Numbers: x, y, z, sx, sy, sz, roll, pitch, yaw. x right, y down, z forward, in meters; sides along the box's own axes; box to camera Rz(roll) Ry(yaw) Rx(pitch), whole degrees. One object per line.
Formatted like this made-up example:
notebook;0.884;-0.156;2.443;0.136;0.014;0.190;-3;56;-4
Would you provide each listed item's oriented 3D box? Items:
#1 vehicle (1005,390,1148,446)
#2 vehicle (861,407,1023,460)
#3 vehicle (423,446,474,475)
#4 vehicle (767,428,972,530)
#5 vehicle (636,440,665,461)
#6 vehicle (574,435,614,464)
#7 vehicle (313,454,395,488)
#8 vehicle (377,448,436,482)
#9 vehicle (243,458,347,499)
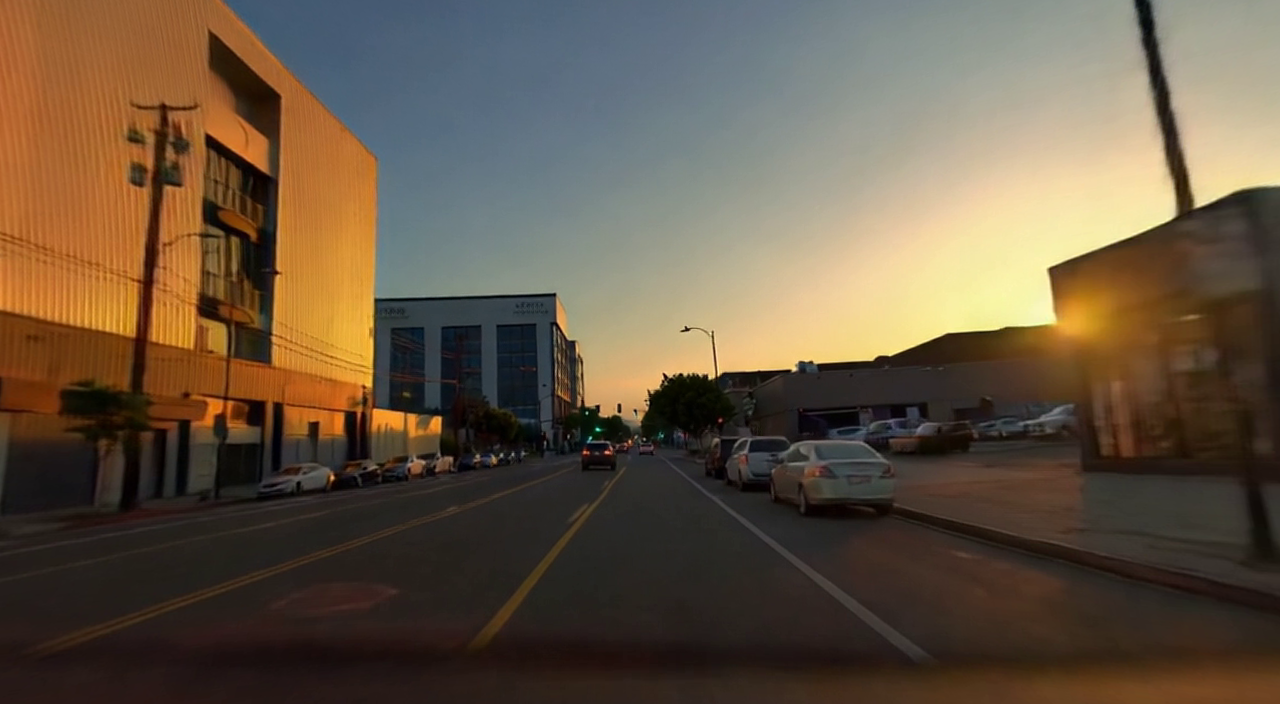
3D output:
vehicle;18.910;2.907;27.559;4.515;2.066;2.070;-3;-9;0
vehicle;12.853;3.527;27.177;5.603;1.659;2.393;-5;-9;-3
vehicle;-14.906;8.426;49.435;2.124;1.835;5.450;-7;-8;0
vehicle;3.971;2.297;12.087;2.042;1.487;5.033;1;-9;0
vehicle;0.752;7.431;47.779;2.099;1.470;4.270;0;-9;0
vehicle;-3.010;6.563;42.556;2.348;1.831;4.737;0;-9;0
vehicle;-15.113;6.302;33.742;2.076;1.518;4.981;-2;-8;0
vehicle;-14.945;7.235;40.739;2.020;1.695;4.629;-7;-8;-2
vehicle;-15.090;5.507;27.988;1.883;1.493;4.880;-1;-8;0
